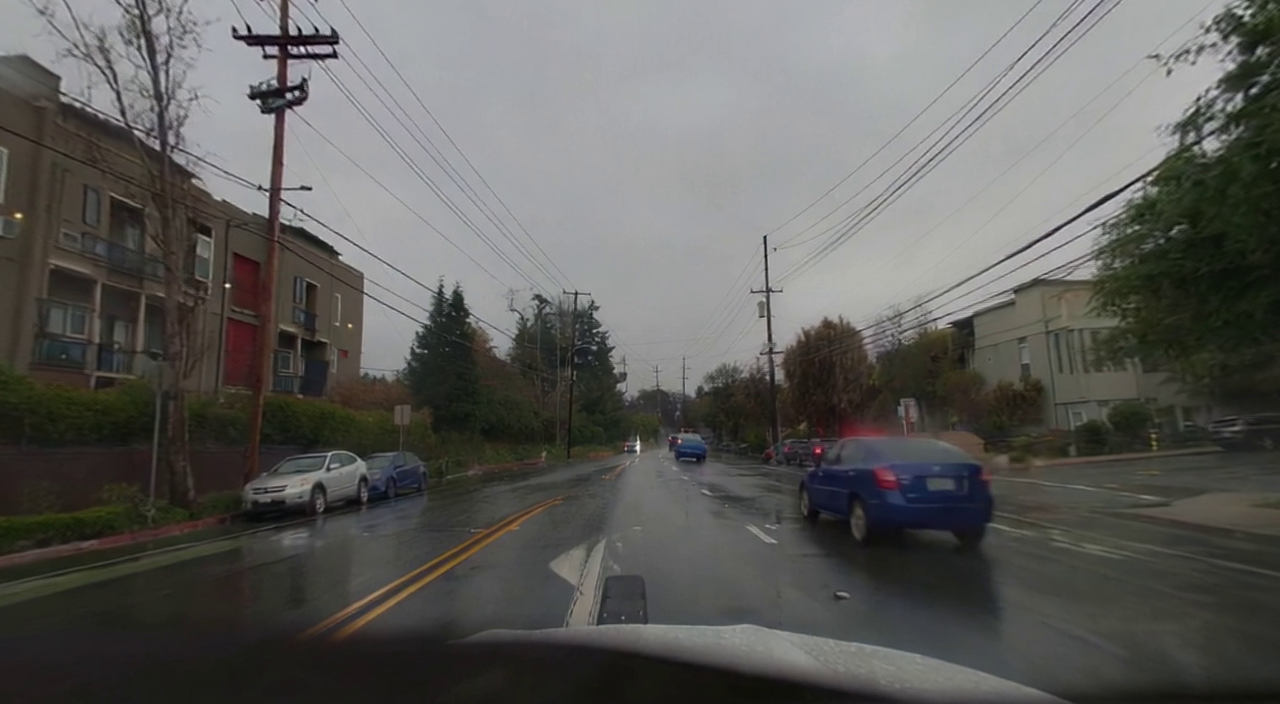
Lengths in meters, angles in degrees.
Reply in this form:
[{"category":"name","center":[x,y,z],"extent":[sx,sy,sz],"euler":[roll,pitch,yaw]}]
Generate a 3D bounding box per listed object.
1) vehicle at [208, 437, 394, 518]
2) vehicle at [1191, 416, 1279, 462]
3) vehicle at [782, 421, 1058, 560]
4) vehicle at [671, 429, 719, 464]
[{"category":"vehicle","center":[-8.681,3.216,16.731],"extent":[2.381,1.825,4.652],"euler":[0,-8,-1]},{"category":"vehicle","center":[25.244,3.568,25.753],"extent":[1.944,1.723,4.441],"euler":[-2,-8,13]},{"category":"vehicle","center":[3.657,1.883,9.315],"extent":[2.028,1.552,4.370],"euler":[0,-8,-1]},{"category":"vehicle","center":[2.965,5.236,34.896],"extent":[2.046,1.784,4.687],"euler":[0,-8,-2]}]
